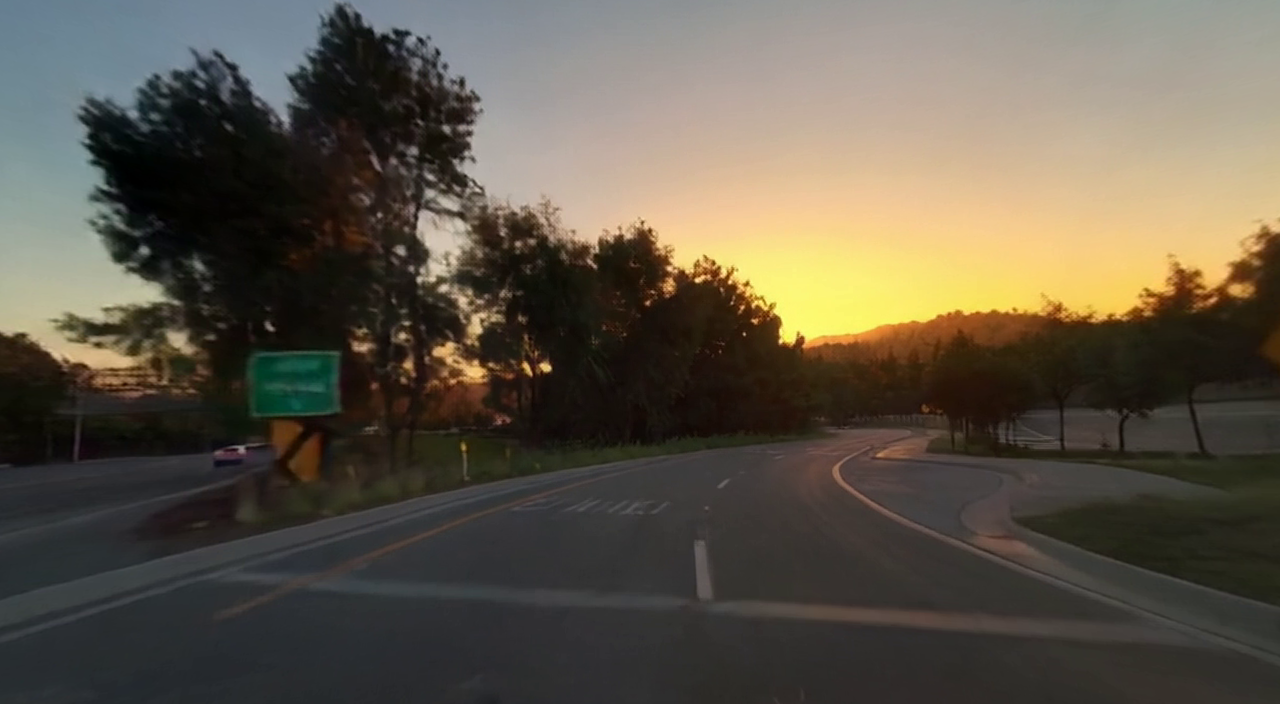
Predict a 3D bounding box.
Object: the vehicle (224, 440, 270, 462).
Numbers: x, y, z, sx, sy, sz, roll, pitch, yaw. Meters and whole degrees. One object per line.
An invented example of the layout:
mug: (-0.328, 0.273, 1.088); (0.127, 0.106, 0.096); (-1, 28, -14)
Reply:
vehicle: (-28.428, 7.175, 45.819); (2.108, 1.472, 4.099); (3, -9, -22)
